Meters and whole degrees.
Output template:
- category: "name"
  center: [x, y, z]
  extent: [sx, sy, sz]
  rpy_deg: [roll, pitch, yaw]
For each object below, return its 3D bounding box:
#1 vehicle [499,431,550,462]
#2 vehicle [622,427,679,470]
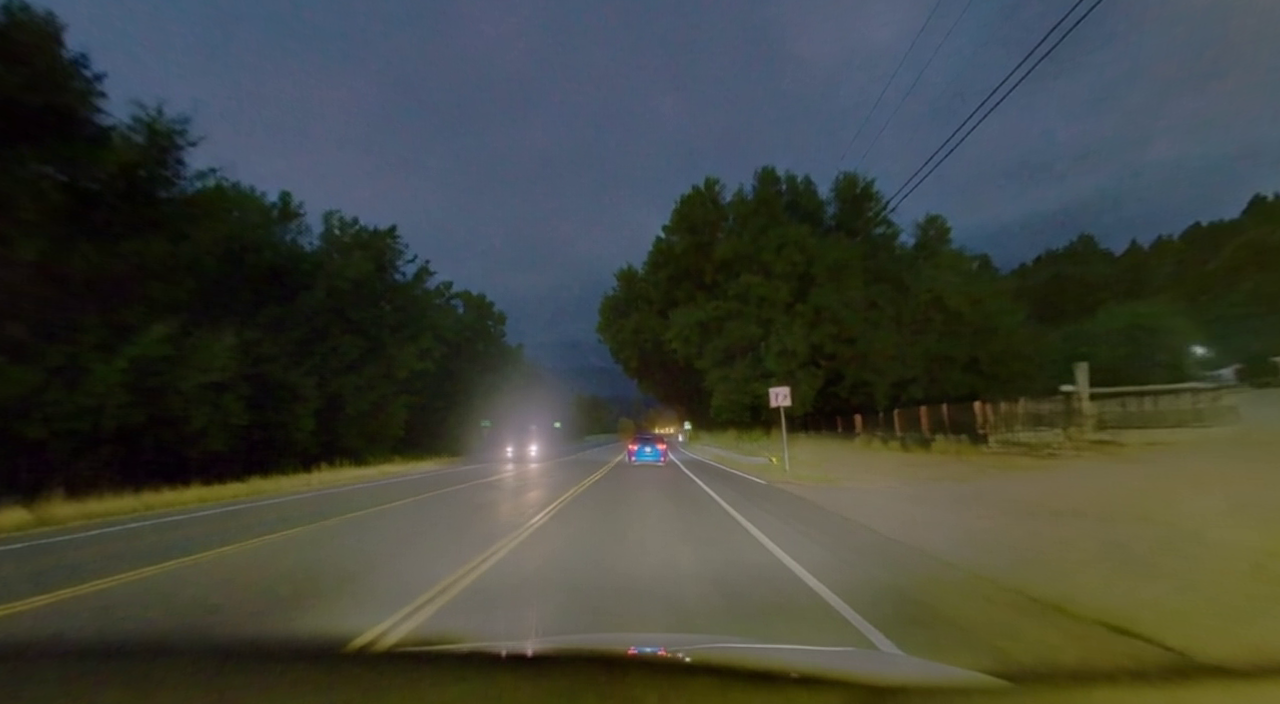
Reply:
- category: "vehicle"
  center: [-6.920, 5.740, 38.395]
  extent: [2.185, 1.713, 4.365]
  rpy_deg: [0, -8, 1]
- category: "vehicle"
  center: [0.455, 4.207, 27.636]
  extent: [2.294, 1.708, 4.110]
  rpy_deg: [0, -8, 1]
